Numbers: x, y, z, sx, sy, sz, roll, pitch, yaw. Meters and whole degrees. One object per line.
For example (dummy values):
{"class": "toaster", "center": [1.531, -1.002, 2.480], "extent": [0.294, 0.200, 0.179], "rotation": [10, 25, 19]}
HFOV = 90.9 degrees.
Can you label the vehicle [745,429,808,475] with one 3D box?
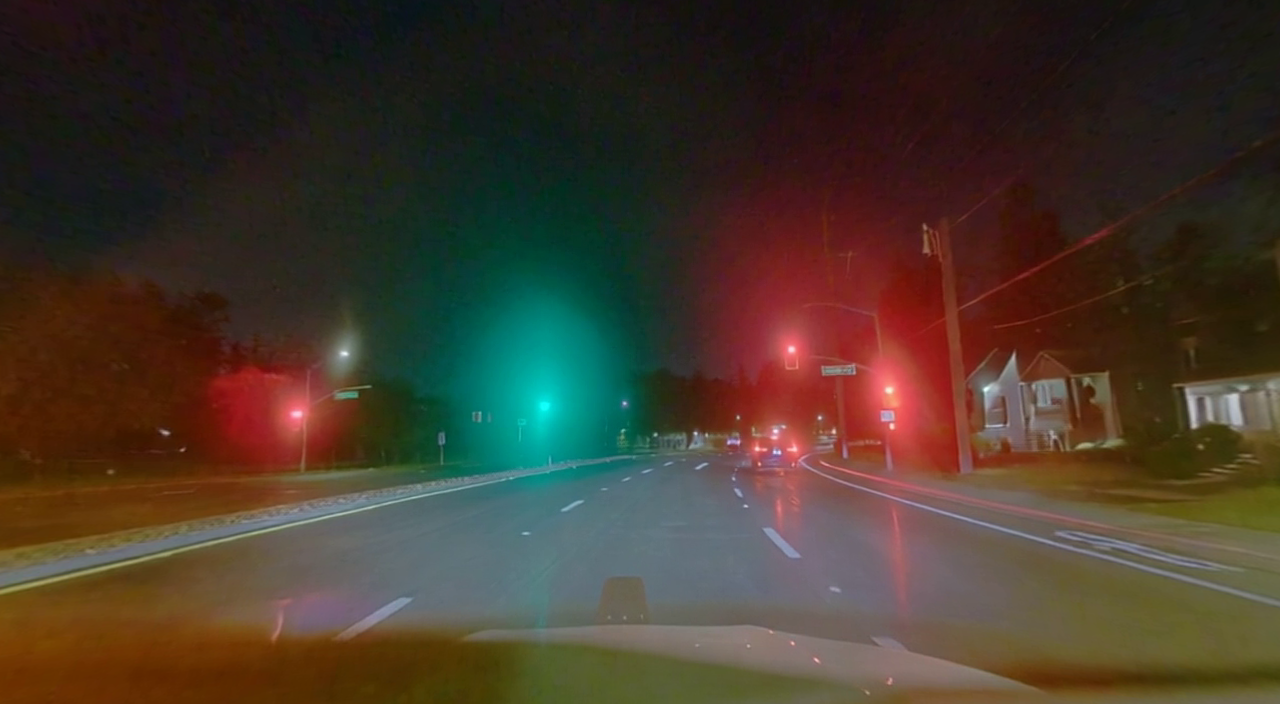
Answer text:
{"class": "vehicle", "center": [5.855, 4.348, 27.640], "extent": [2.141, 1.833, 4.704], "rotation": [-1, -8, 6]}
